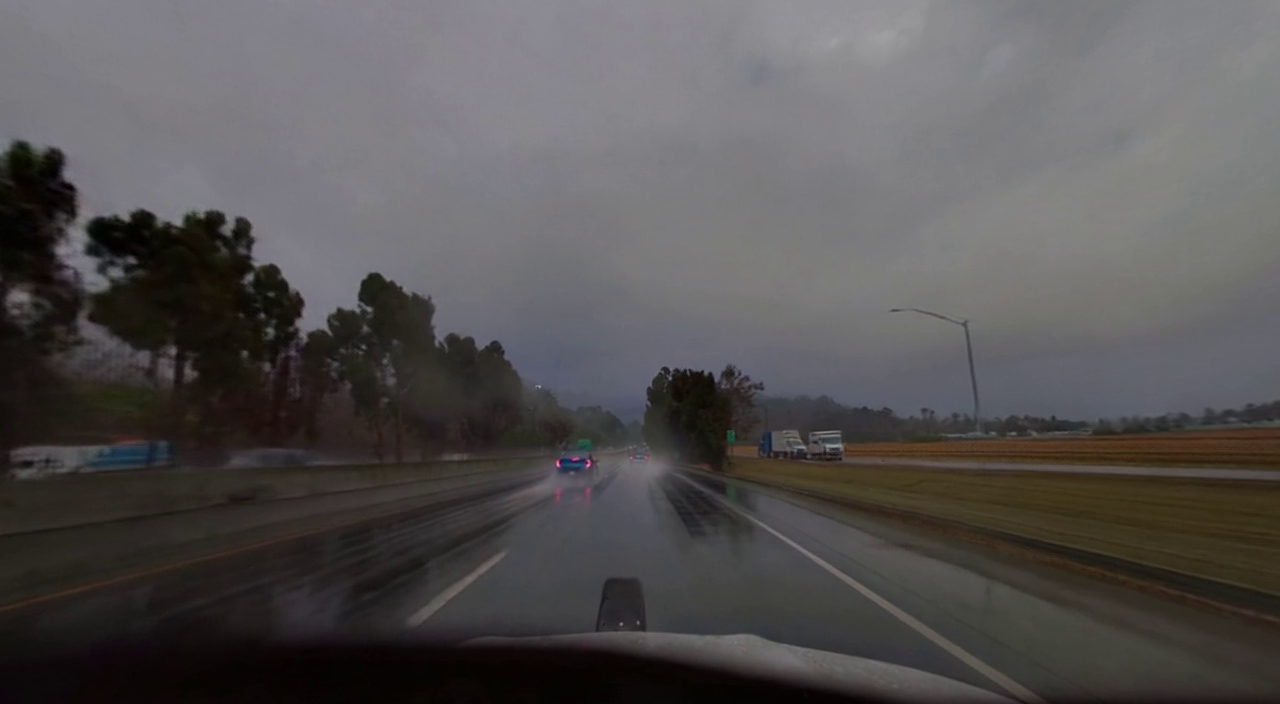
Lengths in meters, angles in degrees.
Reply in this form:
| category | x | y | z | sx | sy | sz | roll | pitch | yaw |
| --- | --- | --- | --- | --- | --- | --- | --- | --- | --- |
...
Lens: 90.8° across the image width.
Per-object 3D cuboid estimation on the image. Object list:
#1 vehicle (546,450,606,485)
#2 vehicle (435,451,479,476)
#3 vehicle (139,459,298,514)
| category | x | y | z | sx | sy | sz | roll | pitch | yaw |
| --- | --- | --- | --- | --- | --- | --- | --- | --- | --- |
| vehicle | -2.855 | 5.276 | 29.197 | 2.170 | 1.451 | 4.584 | 0 | -9 | 2 |
| vehicle | -12.224 | 7.460 | 42.368 | 1.783 | 1.520 | 3.915 | 0 | -9 | -1 |
| vehicle | -12.506 | 3.977 | 19.117 | 1.940 | 1.397 | 4.170 | 0 | -9 | -1 |
